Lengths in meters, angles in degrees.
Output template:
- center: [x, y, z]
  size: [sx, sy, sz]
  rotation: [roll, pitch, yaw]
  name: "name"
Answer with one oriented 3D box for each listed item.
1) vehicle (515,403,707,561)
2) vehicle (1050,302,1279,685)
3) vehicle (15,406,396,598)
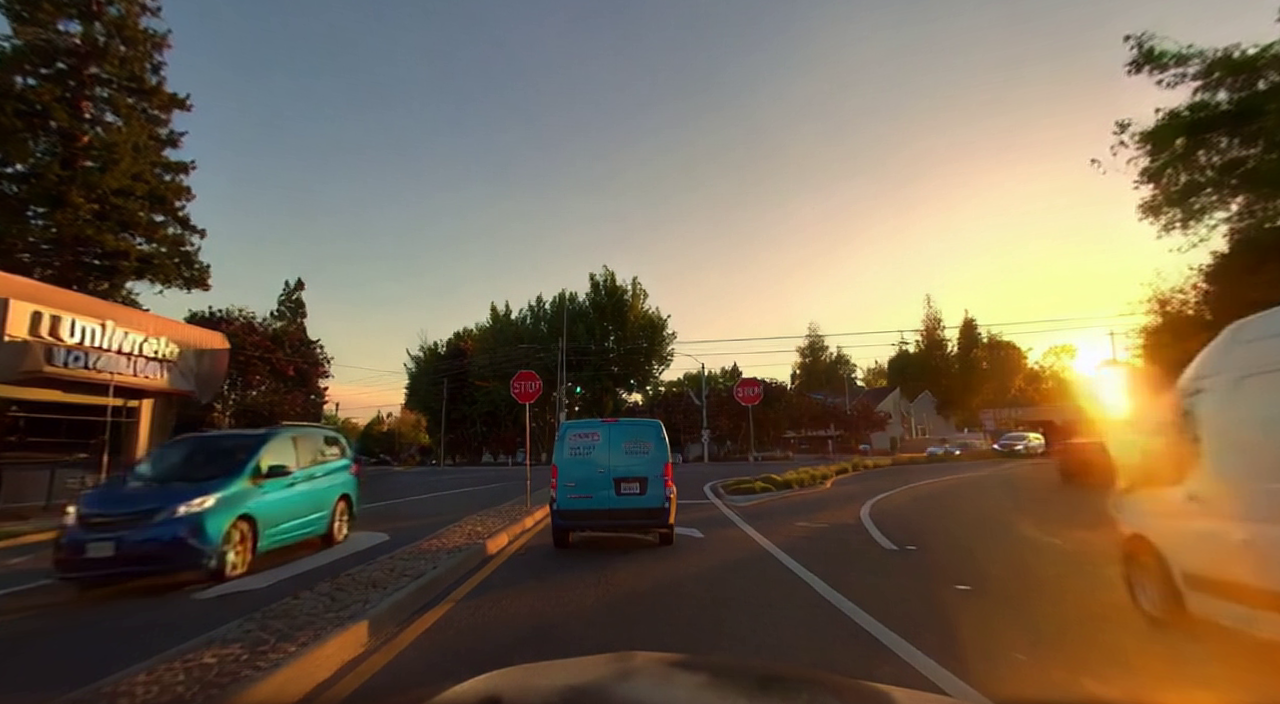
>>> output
- center: [-0.273, 1.867, 9.742]
  size: [2.237, 1.828, 4.546]
  rotation: [0, -9, 2]
  name: "vehicle"
- center: [4.837, 0.738, 3.062]
  size: [2.385, 2.196, 5.640]
  rotation: [-1, -9, 7]
  name: "vehicle"
- center: [-4.866, 1.722, 8.179]
  size: [1.985, 1.710, 4.651]
  rotation: [1, -9, -6]
  name: "vehicle"
